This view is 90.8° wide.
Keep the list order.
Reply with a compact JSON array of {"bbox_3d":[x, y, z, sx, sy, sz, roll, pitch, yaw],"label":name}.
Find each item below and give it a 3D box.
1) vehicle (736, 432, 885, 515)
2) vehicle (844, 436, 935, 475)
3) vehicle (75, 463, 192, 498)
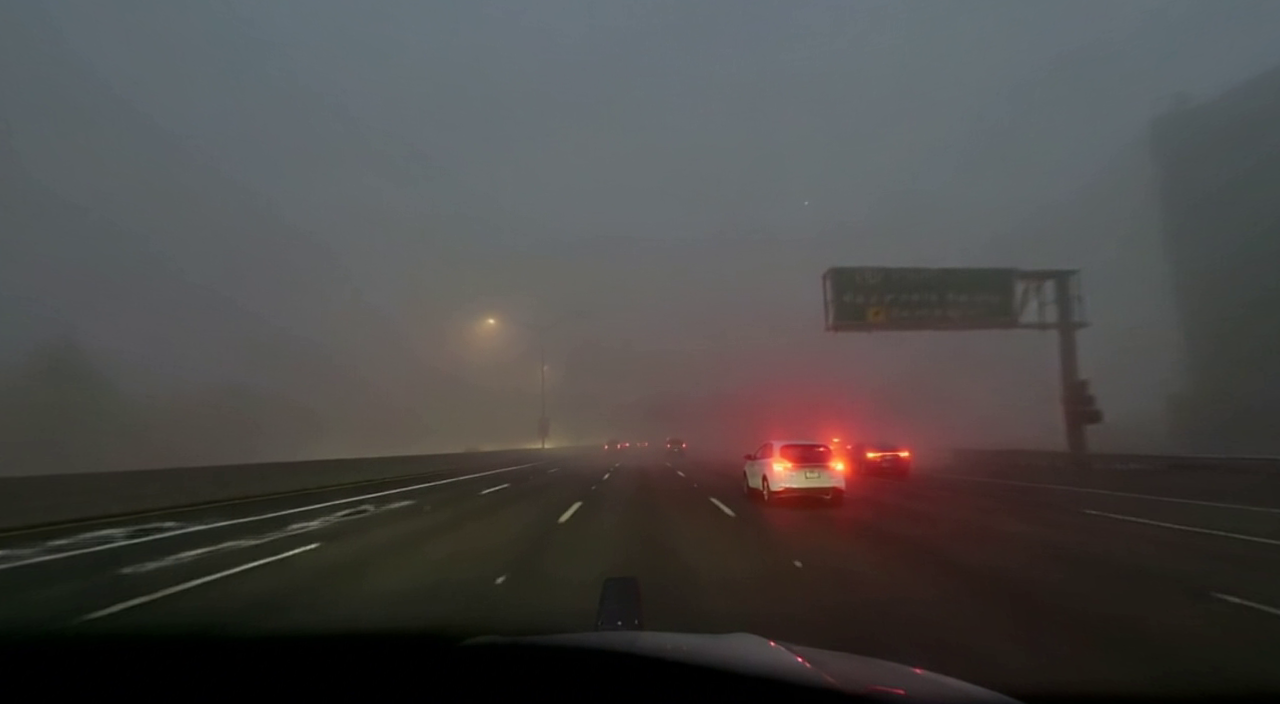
[{"bbox_3d":[3.435,2.528,13.634,1.961,1.504,4.094,0,-8,-1],"label":"vehicle"},{"bbox_3d":[10.487,4.387,26.959,2.019,1.529,4.385,0,-8,-1],"label":"vehicle"},{"bbox_3d":[-25.280,6.393,31.767,1.973,1.492,4.704,0,-8,0],"label":"vehicle"}]
